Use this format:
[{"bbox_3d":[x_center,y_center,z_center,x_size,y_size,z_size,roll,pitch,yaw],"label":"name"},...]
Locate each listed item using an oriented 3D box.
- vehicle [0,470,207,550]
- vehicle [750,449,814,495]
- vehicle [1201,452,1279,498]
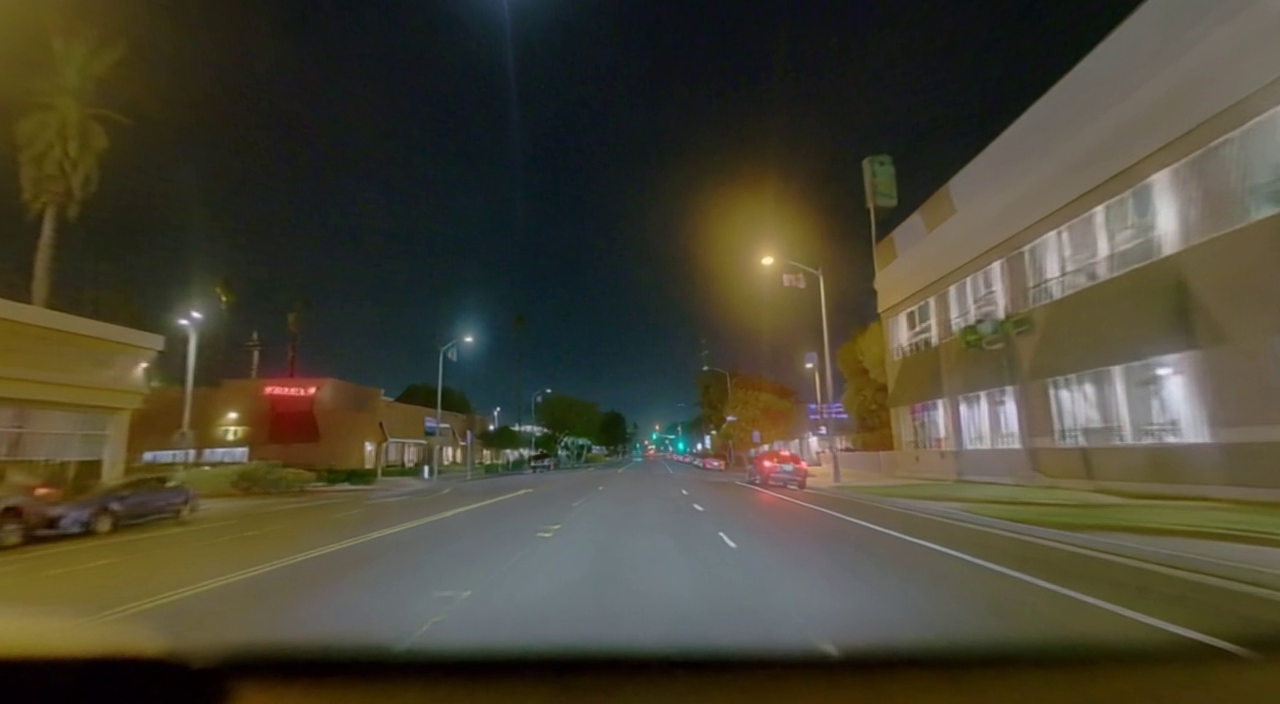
[{"bbox_3d":[-12.802,3.664,15.202,1.791,1.446,4.368,0,-8,-2],"label":"vehicle"},{"bbox_3d":[5.190,4.392,23.545,2.067,1.477,4.653,-2,-9,10],"label":"vehicle"},{"bbox_3d":[23.830,4.583,23.542,1.827,1.492,4.154,-1,-16,-1],"label":"vehicle"}]
